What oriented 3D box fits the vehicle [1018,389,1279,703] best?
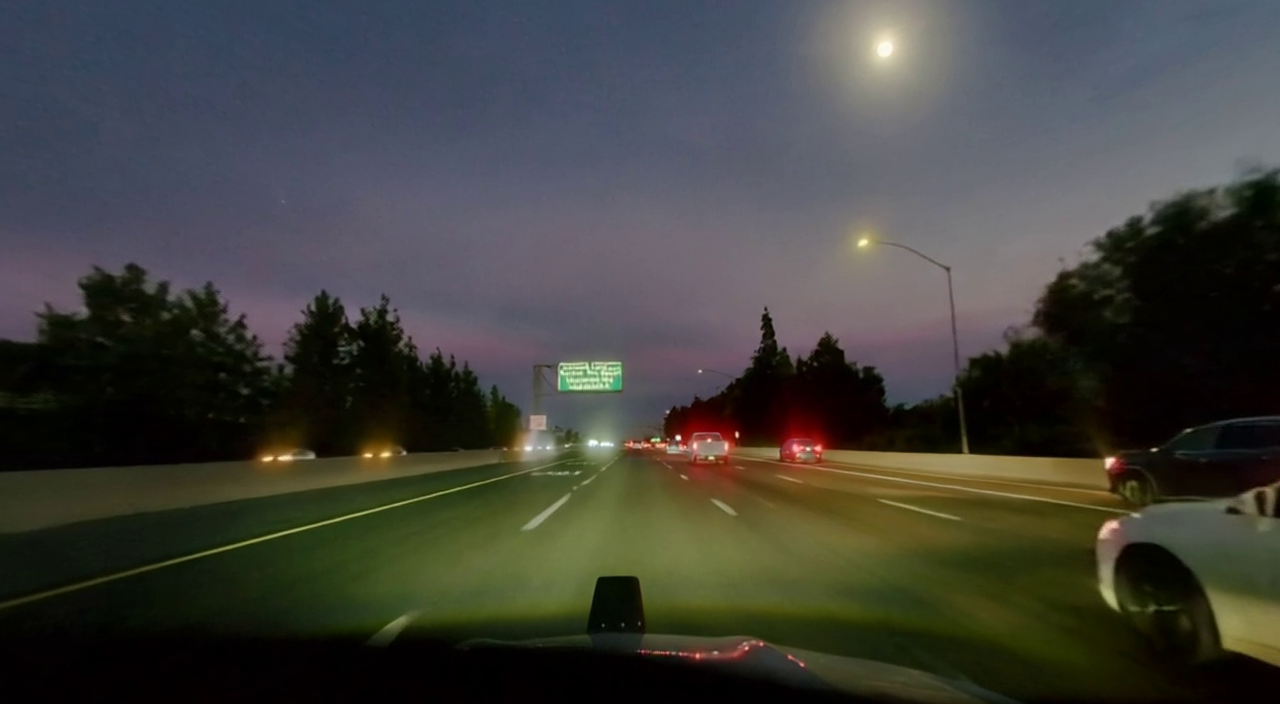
[{"bbox_3d":[3.598,0.825,1.928,1.978,1.535,4.705,-1,-8,1],"label":"vehicle"}]

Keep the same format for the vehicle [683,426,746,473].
[{"bbox_3d":[3.369,4.562,29.696,2.218,1.964,5.662,0,-8,0],"label":"vehicle"}]

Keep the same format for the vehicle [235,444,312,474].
[{"bbox_3d":[-25.127,7.332,43.445,2.225,1.894,5.092,-1,-8,0],"label":"vehicle"}]

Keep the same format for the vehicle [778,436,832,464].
[{"bbox_3d":[10.504,6.297,40.595,2.045,1.658,4.598,0,-8,-2],"label":"vehicle"}]
